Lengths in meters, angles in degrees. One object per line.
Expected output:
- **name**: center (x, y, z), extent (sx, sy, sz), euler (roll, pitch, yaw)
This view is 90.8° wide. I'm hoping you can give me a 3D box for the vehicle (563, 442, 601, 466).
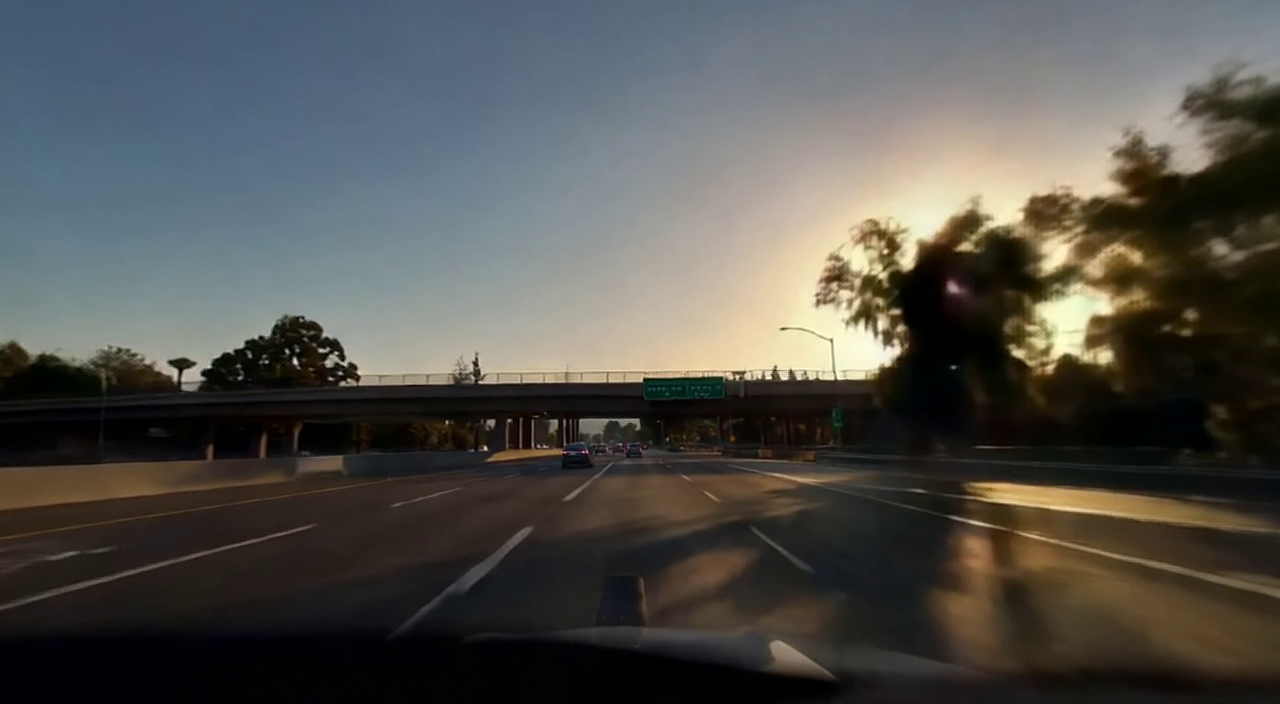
- **vehicle**: center (-3.795, 6.753, 42.031), extent (2.091, 1.544, 4.409), euler (0, -8, 0)
